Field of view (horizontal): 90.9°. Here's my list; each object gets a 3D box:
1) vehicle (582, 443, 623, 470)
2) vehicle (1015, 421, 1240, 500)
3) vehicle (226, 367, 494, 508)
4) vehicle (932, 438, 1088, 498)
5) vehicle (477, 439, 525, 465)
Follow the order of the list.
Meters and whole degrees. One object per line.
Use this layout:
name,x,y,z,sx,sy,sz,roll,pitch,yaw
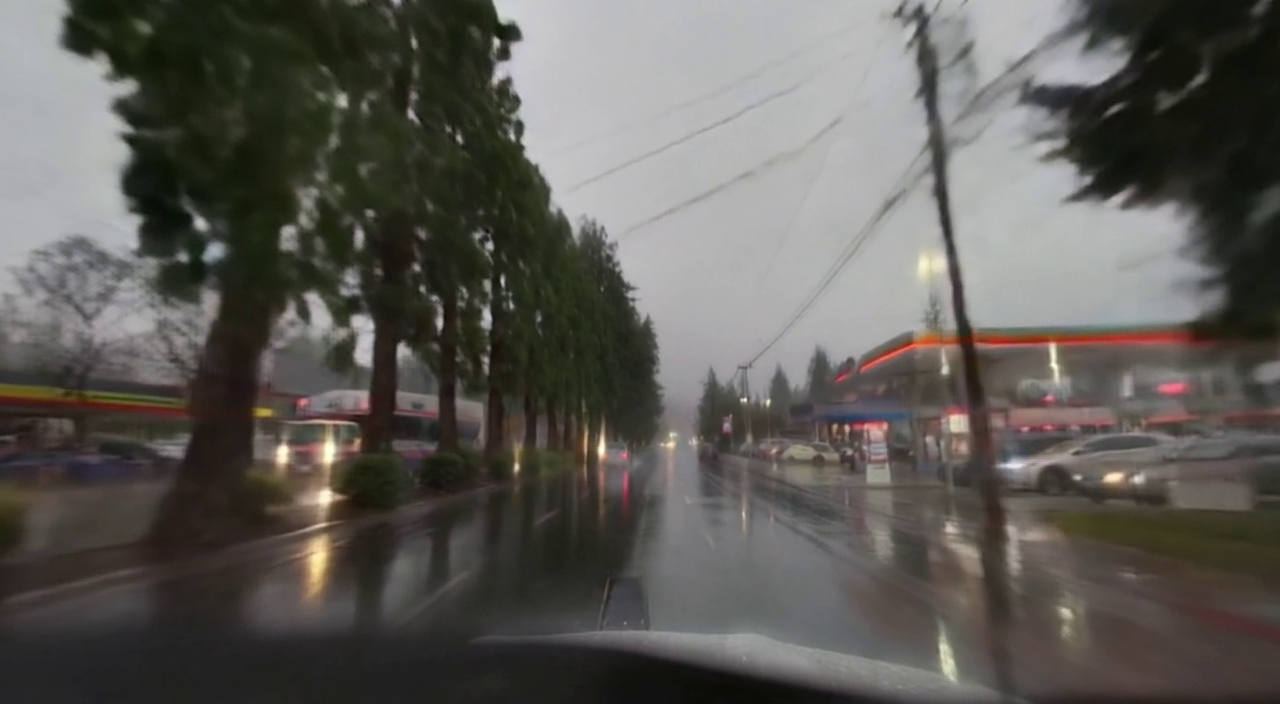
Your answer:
vehicle,-2.096,5.986,36.303,1.959,1.406,4.272,0,-9,2
vehicle,13.237,2.998,17.759,2.015,1.839,5.416,1,-9,0
vehicle,-8.241,2.945,21.763,3.056,3.289,13.199,-2,-8,1
vehicle,10.317,3.247,18.103,1.888,1.465,4.727,0,-9,4
vehicle,-9.880,7.143,45.238,2.074,1.755,4.412,0,-9,5
